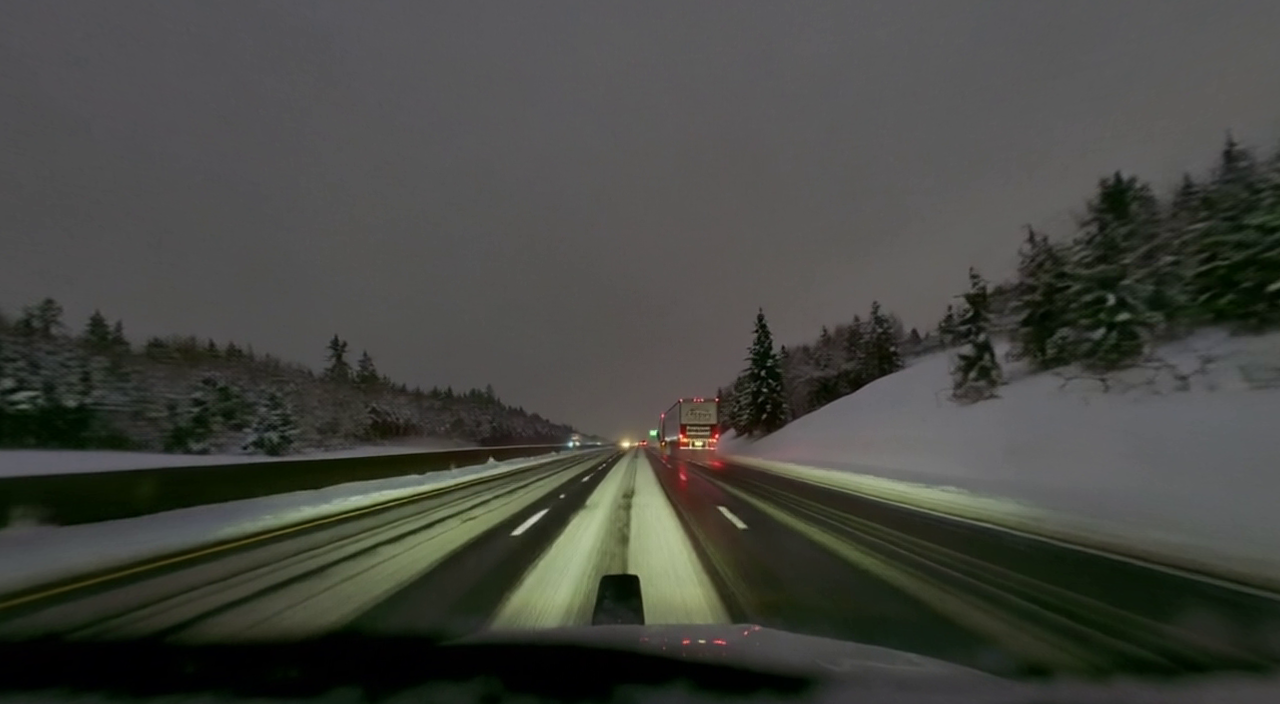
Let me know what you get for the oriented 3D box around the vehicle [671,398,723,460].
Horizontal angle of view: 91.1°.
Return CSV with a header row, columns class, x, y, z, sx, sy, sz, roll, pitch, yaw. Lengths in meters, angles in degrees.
class,x,y,z,sx,sy,sz,roll,pitch,yaw
vehicle,3.894,5.615,44.997,2.840,3.947,8.920,0,-8,0
